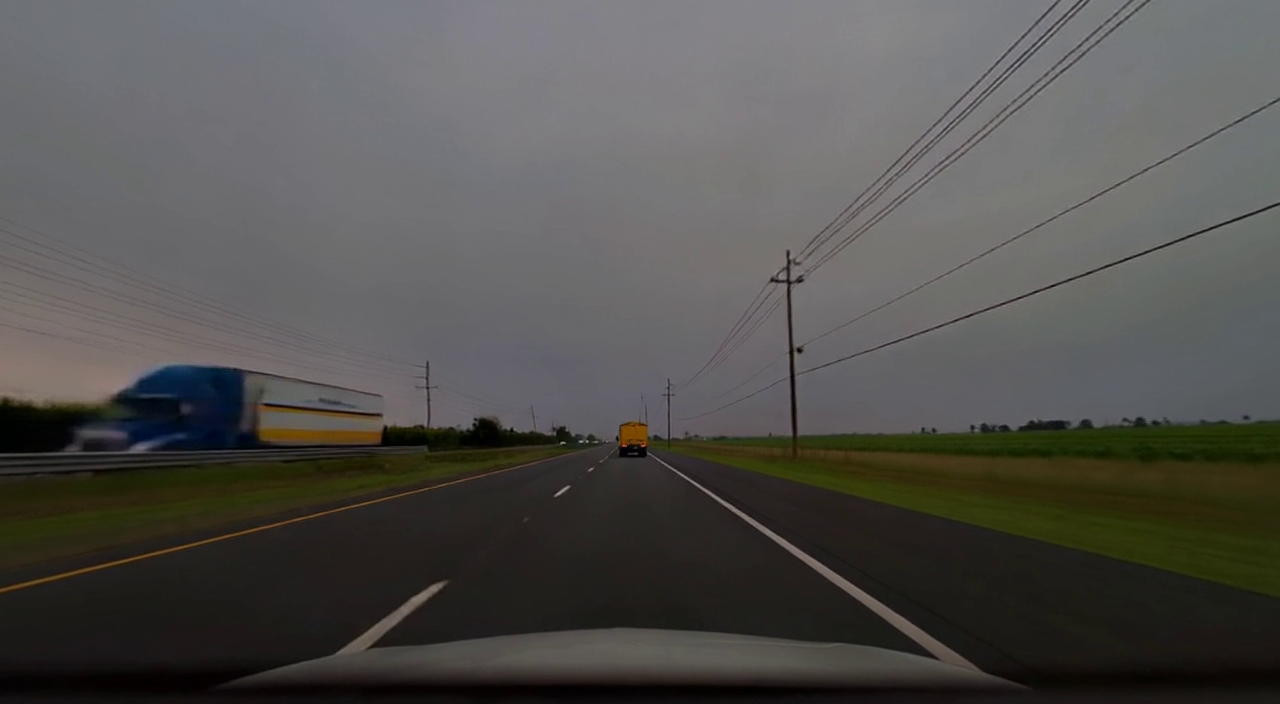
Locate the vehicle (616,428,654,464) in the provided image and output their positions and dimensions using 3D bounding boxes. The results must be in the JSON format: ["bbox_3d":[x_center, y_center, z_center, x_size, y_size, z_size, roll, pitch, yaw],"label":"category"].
[{"bbox_3d":[-0.369,5.947,40.014,2.240,2.129,4.480,0,-8,-2],"label":"vehicle"}]

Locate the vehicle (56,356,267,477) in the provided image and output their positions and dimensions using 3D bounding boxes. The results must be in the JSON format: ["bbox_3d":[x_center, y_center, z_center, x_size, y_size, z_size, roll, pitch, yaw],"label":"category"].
[{"bbox_3d":[-16.857,2.433,22.876,2.967,3.820,5.896,0,-8,-1],"label":"vehicle"}]

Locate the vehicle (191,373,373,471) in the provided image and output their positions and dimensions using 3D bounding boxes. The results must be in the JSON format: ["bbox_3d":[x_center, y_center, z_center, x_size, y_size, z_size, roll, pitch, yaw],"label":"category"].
[{"bbox_3d":[-17.046,3.630,31.377,2.992,4.025,10.640,0,-8,-1],"label":"vehicle"}]
